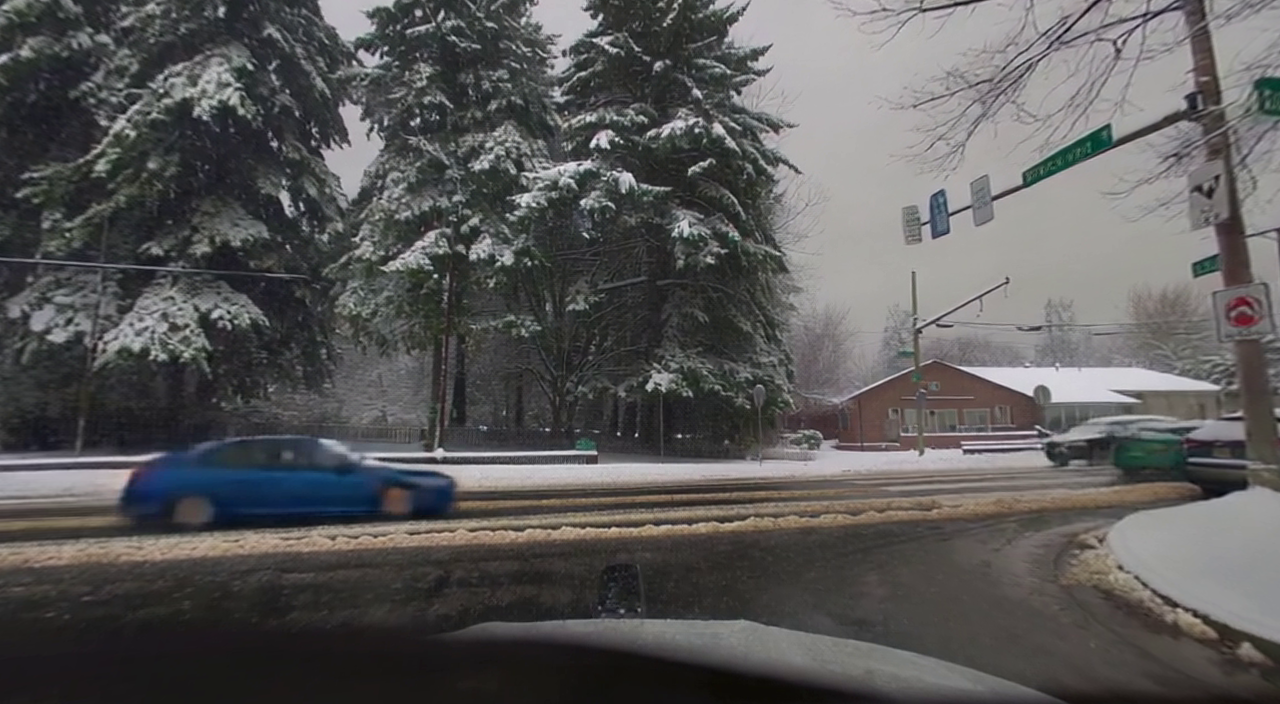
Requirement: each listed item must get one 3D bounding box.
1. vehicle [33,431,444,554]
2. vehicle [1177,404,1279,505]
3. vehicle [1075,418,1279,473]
[{"bbox_3d":[-5.326,1.887,9.136,4.517,1.419,1.836,3,-9,-24],"label":"vehicle"},{"bbox_3d":[12.776,1.859,11.618,4.208,1.685,2.014,1,-8,-9],"label":"vehicle"},{"bbox_3d":[15.434,2.663,18.086,4.990,1.454,1.875,2,-9,-12],"label":"vehicle"}]
